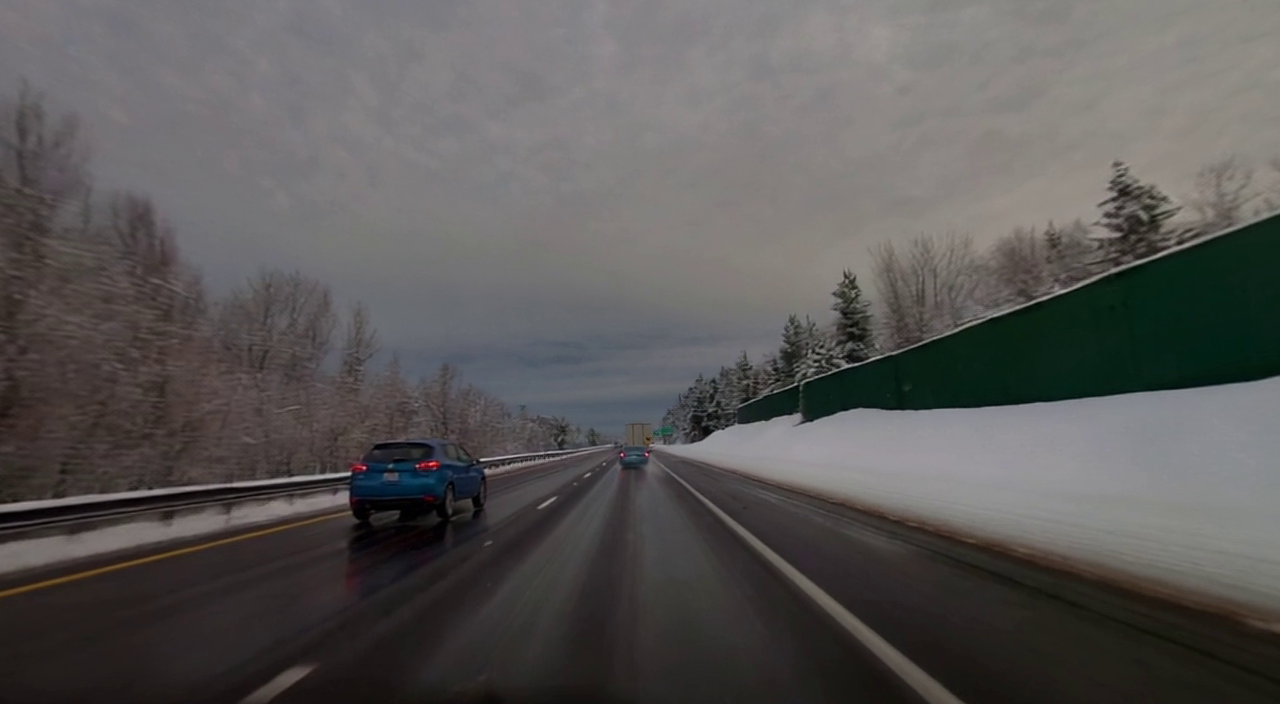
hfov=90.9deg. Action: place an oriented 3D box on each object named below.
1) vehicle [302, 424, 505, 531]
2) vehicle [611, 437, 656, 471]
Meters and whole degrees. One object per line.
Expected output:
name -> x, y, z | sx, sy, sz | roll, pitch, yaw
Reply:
vehicle -> -3.910, 2.140, 11.344 | 2.054, 1.536, 4.128 | 0, -8, 0
vehicle -> -0.341, 4.920, 30.523 | 2.057, 1.516, 4.065 | 0, -8, -1
